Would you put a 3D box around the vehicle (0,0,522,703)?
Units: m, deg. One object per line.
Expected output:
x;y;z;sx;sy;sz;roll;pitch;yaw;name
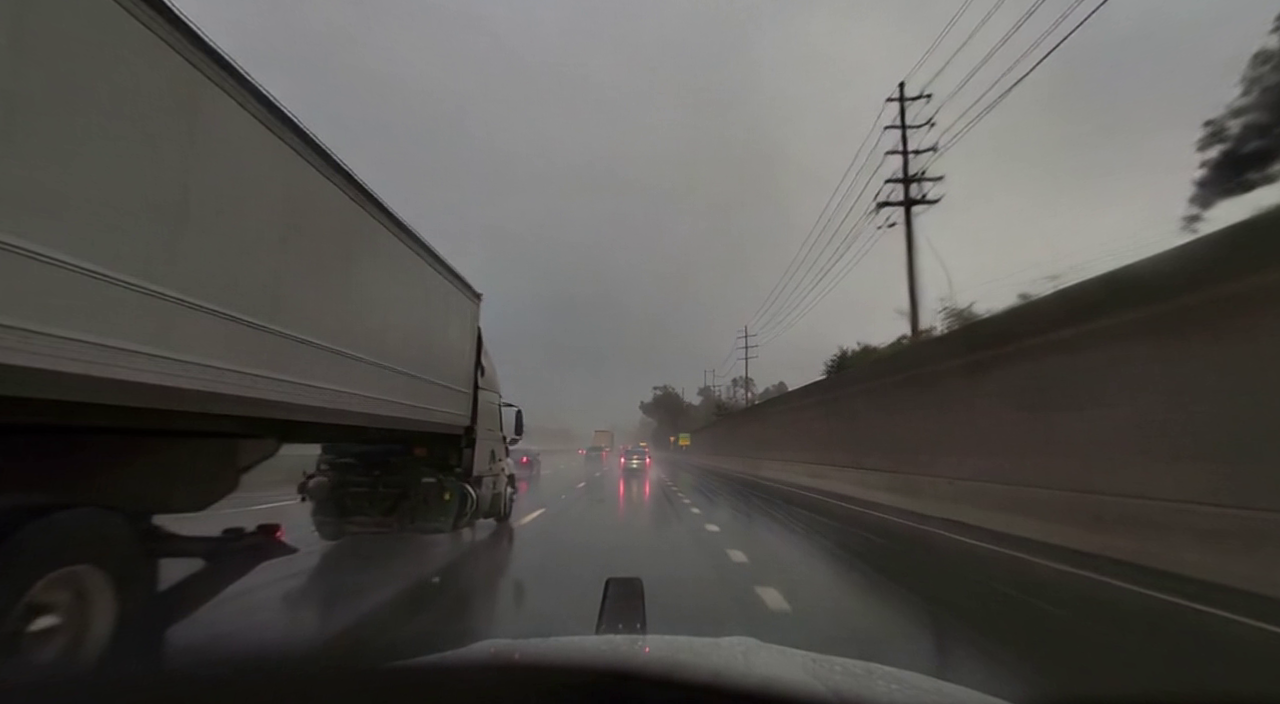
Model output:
-3.542;0.626;5.615;3.023;3.246;9.102;0;-9;1;vehicle

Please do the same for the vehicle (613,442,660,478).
-0.149;5.280;30.976;2.178;1.640;4.071;0;-9;0;vehicle

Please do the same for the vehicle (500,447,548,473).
-7.008;6.552;38.435;2.025;1.510;4.582;0;-9;1;vehicle
